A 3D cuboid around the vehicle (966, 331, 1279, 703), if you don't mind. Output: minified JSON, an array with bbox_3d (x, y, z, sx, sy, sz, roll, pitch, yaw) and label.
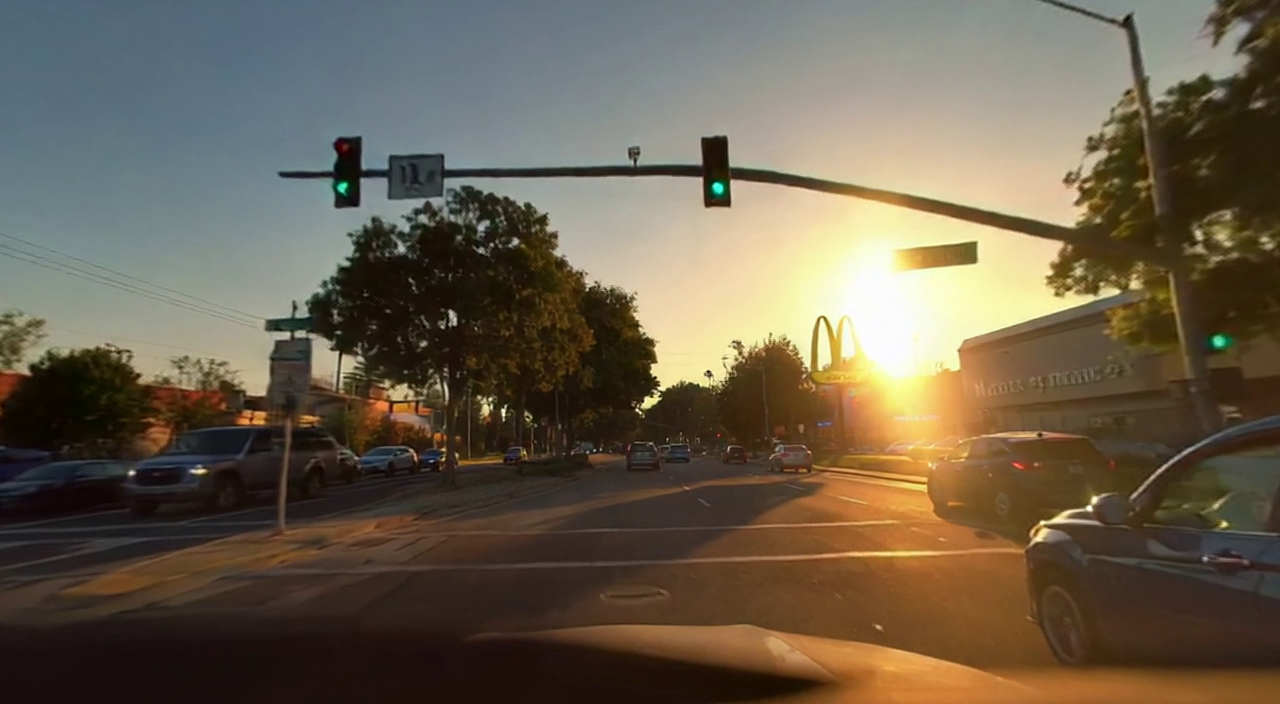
[{"bbox_3d":[3.431,0.786,2.343,2.076,1.716,4.416,0,-9,0],"label":"vehicle"}]

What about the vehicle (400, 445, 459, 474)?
[{"bbox_3d":[-14.050,7.191,42.529,2.159,1.836,5.038,0,-9,1],"label":"vehicle"}]

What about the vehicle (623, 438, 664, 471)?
[{"bbox_3d":[0.169,6.451,40.035,2.402,1.938,4.535,0,-9,-1],"label":"vehicle"}]

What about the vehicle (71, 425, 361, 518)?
[{"bbox_3d":[-10.503,3.047,16.852,2.909,1.956,6.908,0,-9,1],"label":"vehicle"}]

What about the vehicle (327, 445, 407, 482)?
[{"bbox_3d":[-14.487,5.925,33.890,2.242,1.836,4.811,0,-9,-1],"label":"vehicle"}]

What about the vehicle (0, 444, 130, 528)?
[{"bbox_3d":[-14.027,2.874,13.800,2.015,1.679,4.535,0,-9,-1],"label":"vehicle"}]

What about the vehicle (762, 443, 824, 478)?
[{"bbox_3d":[7.032,5.012,29.436,1.879,1.517,4.006,0,-9,0],"label":"vehicle"}]
